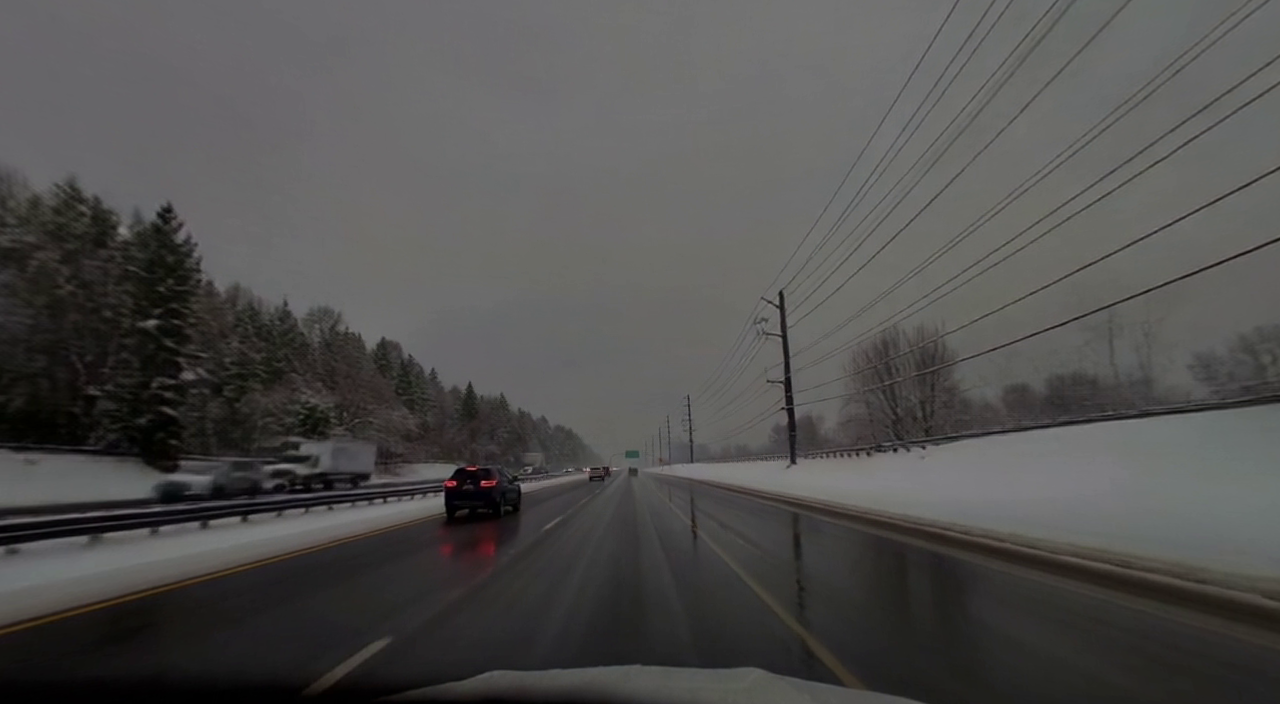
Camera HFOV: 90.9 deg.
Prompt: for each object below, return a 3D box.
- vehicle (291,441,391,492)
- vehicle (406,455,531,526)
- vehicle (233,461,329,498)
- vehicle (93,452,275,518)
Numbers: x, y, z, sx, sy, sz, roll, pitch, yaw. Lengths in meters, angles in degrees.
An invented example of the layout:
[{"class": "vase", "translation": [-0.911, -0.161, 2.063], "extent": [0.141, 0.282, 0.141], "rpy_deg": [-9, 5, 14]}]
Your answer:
[{"class": "vehicle", "translation": [-16.477, 6.411, 35.218], "extent": [2.578, 2.546, 5.944], "rpy_deg": [1, -11, 0]}, {"class": "vehicle", "translation": [-4.123, 3.430, 15.965], "extent": [1.963, 1.501, 4.227], "rpy_deg": [1, -11, 0]}, {"class": "vehicle", "translation": [-16.266, 5.803, 28.825], "extent": [1.955, 1.492, 4.131], "rpy_deg": [1, -11, -1]}, {"class": "vehicle", "translation": [-12.779, 3.766, 18.108], "extent": [1.949, 1.624, 4.291], "rpy_deg": [1, -11, 0]}]
